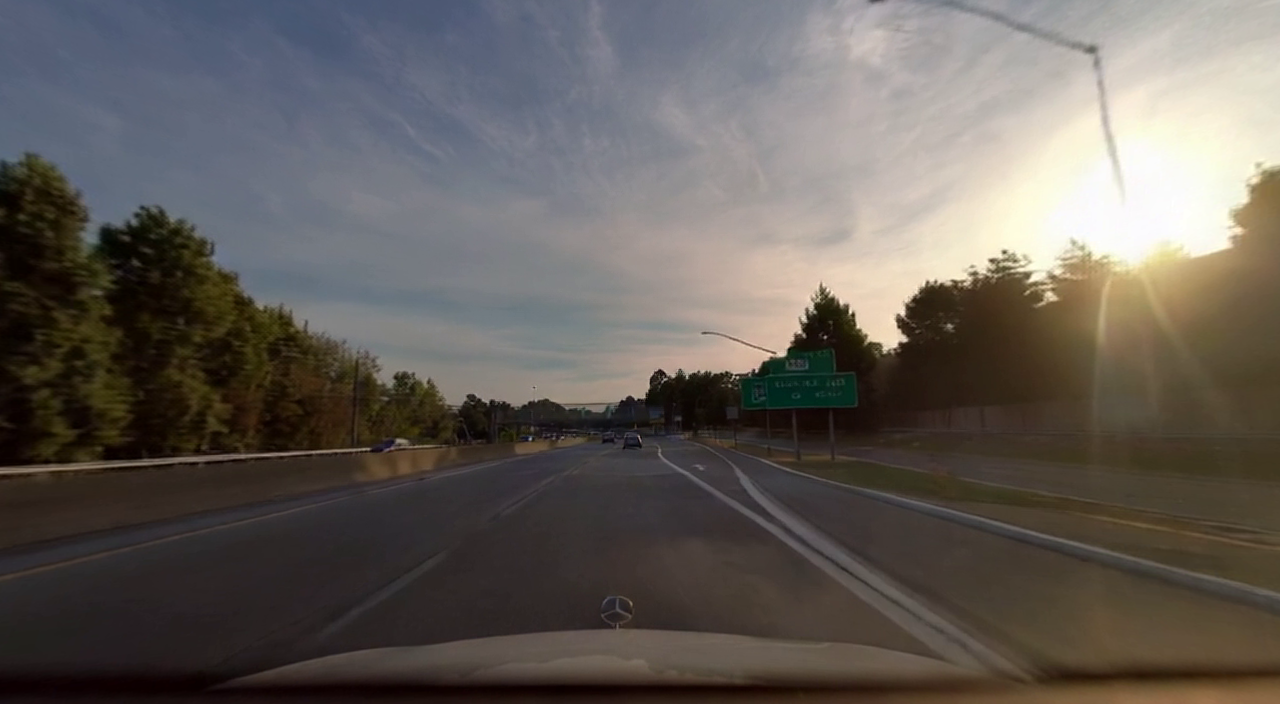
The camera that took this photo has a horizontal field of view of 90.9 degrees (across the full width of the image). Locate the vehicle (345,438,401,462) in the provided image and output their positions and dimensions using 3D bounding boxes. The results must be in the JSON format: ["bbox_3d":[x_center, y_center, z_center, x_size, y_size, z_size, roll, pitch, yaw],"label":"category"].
[{"bbox_3d":[-17.879,6.557,42.454,1.817,1.479,4.483,0,-8,0],"label":"vehicle"}]
